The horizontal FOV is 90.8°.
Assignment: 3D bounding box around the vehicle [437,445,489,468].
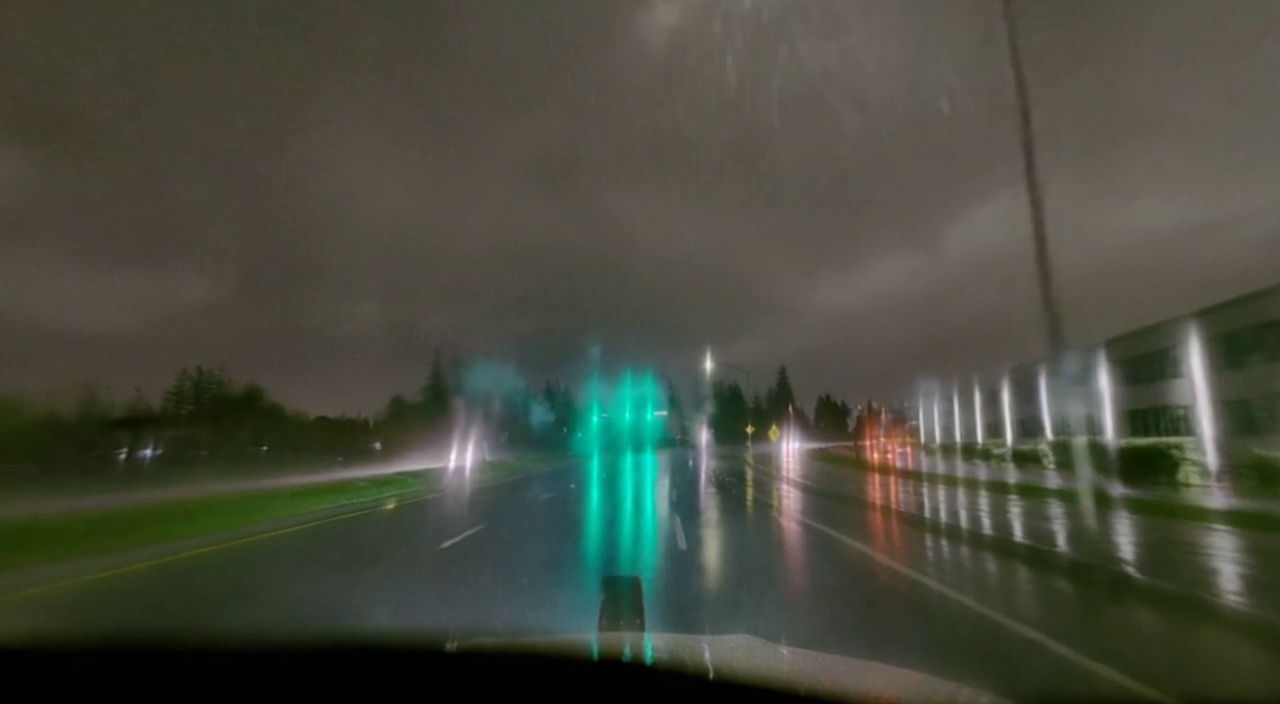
[{"bbox_3d":[-12.506,7.382,44.936,1.842,1.529,4.356,-1,-9,9],"label":"vehicle"}]
